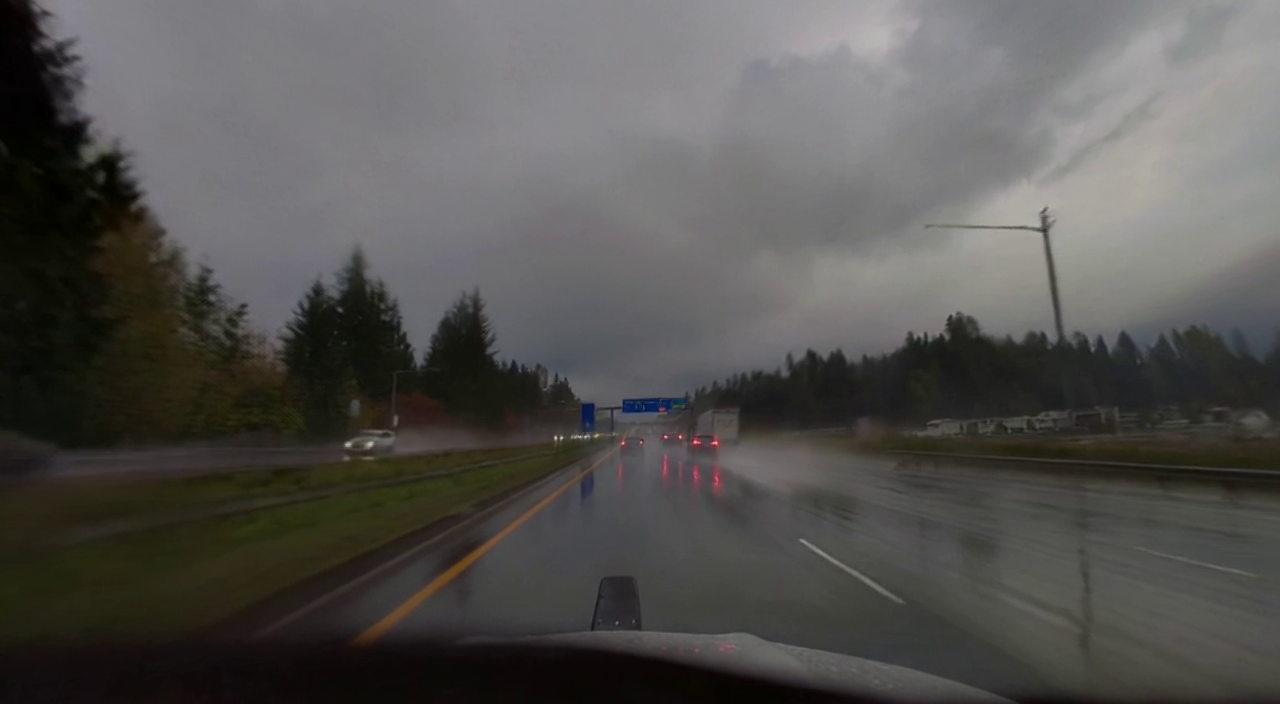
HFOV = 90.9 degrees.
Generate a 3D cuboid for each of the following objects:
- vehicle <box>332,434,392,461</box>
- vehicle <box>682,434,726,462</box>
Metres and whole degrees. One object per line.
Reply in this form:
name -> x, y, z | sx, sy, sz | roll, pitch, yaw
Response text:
vehicle -> -17.017, 5.835, 38.763 | 1.831, 1.586, 4.051 | 0, -8, 0
vehicle -> 3.678, 5.587, 36.972 | 1.986, 1.501, 4.529 | 0, -8, -2
